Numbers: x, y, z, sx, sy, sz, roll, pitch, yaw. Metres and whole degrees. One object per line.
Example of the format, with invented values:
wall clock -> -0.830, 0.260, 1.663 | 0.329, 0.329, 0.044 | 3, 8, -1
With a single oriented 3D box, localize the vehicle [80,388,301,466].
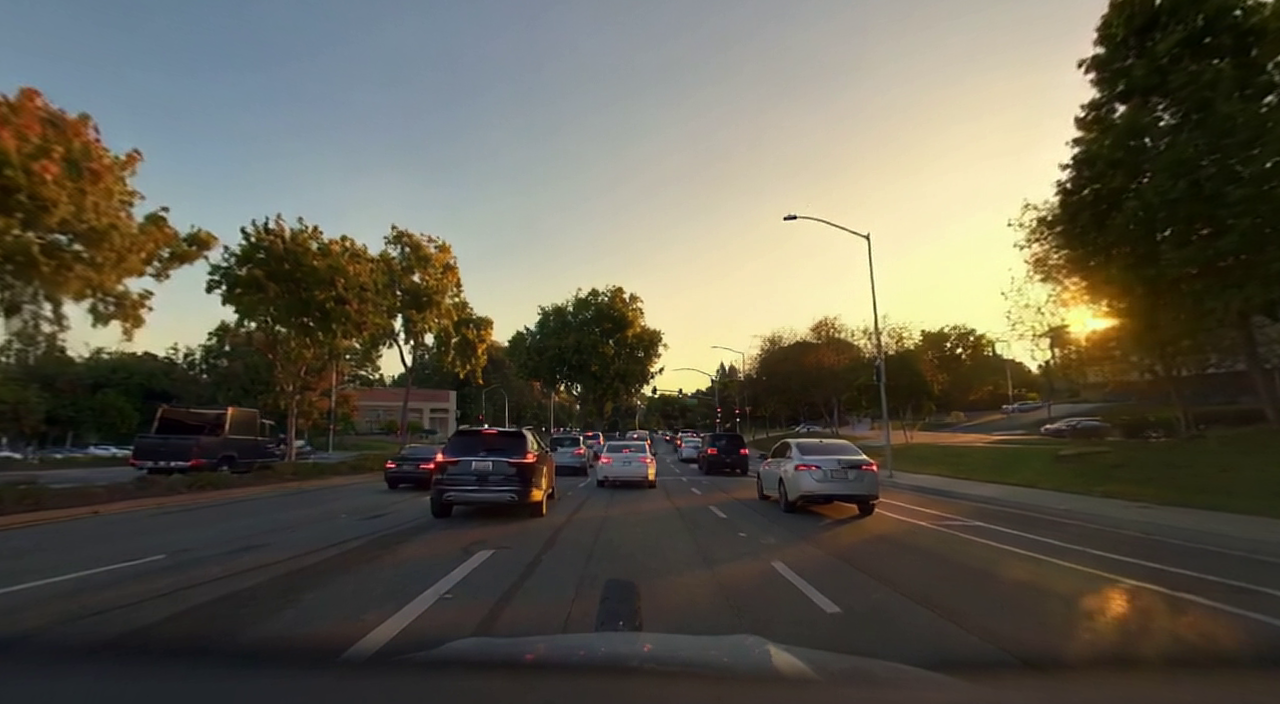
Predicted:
vehicle -> -27.973, 5.079, 41.046 | 3.181, 4.189, 14.107 | -1, -9, 4

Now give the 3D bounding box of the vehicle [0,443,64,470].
vehicle -> -38.778, 6.489, 39.121 | 4.458, 1.485, 1.973 | -3, -10, 5

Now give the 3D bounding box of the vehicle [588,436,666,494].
vehicle -> -0.348, 3.258, 18.566 | 2.030, 1.477, 4.330 | 0, -9, 0

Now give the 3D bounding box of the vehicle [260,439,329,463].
vehicle -> -23.245, 6.700, 42.769 | 1.865, 1.493, 4.712 | -1, -9, 2

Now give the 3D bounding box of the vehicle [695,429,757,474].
vehicle -> 3.735, 4.427, 28.282 | 2.099, 1.845, 4.363 | 0, -9, -1

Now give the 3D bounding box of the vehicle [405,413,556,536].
vehicle -> -2.650, 2.159, 11.851 | 2.111, 1.745, 5.274 | 1, -9, -7

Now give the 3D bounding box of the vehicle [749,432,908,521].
vehicle -> 3.547, 2.413, 12.786 | 1.884, 1.463, 4.195 | 0, -9, 0
